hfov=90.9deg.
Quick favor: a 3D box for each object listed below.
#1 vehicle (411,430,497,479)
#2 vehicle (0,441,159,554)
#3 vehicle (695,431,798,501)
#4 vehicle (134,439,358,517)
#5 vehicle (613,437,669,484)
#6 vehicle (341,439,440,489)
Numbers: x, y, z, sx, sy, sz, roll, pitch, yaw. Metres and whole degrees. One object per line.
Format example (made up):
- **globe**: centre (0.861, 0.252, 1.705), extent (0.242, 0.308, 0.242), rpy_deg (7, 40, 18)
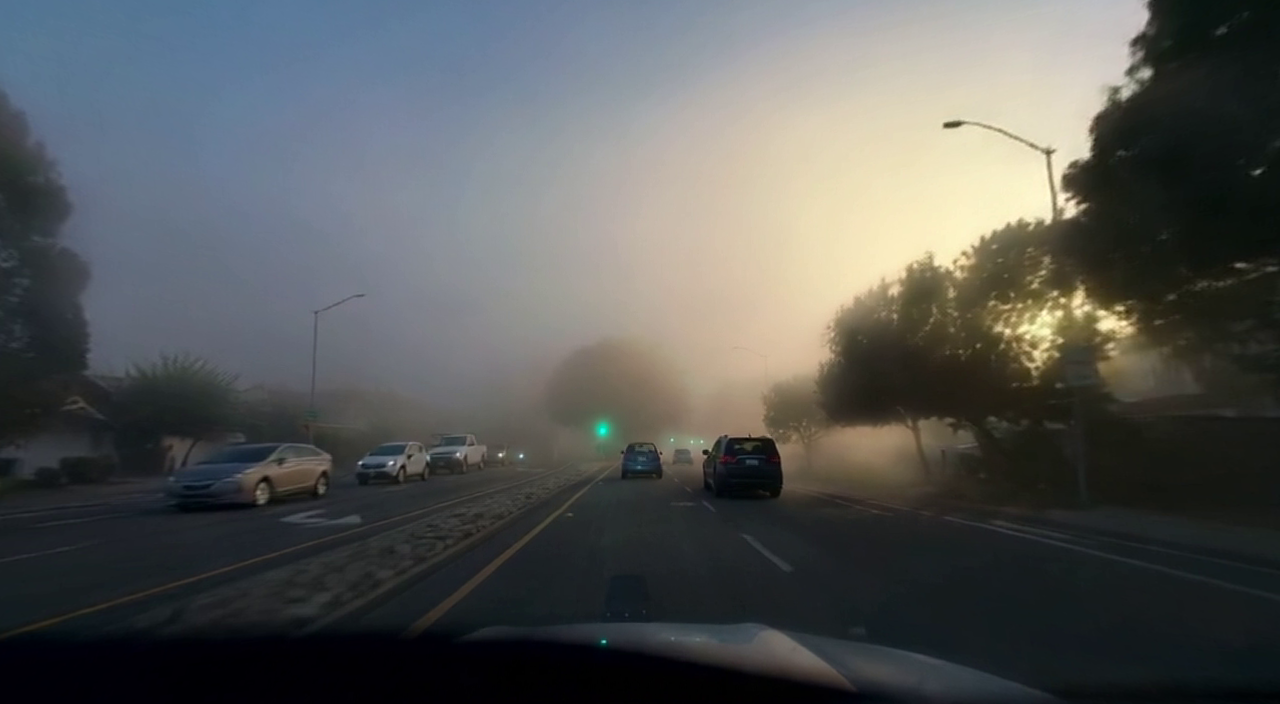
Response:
- **vehicle**: centre (-8.983, 5.043, 31.285), extent (2.037, 2.113, 7.185), rpy_deg (0, -9, 0)
- **vehicle**: centre (-9.002, 1.933, 8.518), extent (1.786, 1.422, 4.021), rpy_deg (0, -9, 1)
- **vehicle**: centre (2.977, 3.298, 18.666), extent (2.166, 1.799, 4.372), rpy_deg (0, -9, -1)
- **vehicle**: centre (-8.966, 2.894, 15.081), extent (2.140, 1.510, 5.005), rpy_deg (0, -9, 0)
- **vehicle**: centre (0.006, 4.599, 27.029), extent (2.185, 1.822, 4.391), rpy_deg (0, -9, -1)
- **vehicle**: centre (-9.224, 4.145, 23.703), extent (1.988, 1.663, 4.316), rpy_deg (0, -9, -1)
